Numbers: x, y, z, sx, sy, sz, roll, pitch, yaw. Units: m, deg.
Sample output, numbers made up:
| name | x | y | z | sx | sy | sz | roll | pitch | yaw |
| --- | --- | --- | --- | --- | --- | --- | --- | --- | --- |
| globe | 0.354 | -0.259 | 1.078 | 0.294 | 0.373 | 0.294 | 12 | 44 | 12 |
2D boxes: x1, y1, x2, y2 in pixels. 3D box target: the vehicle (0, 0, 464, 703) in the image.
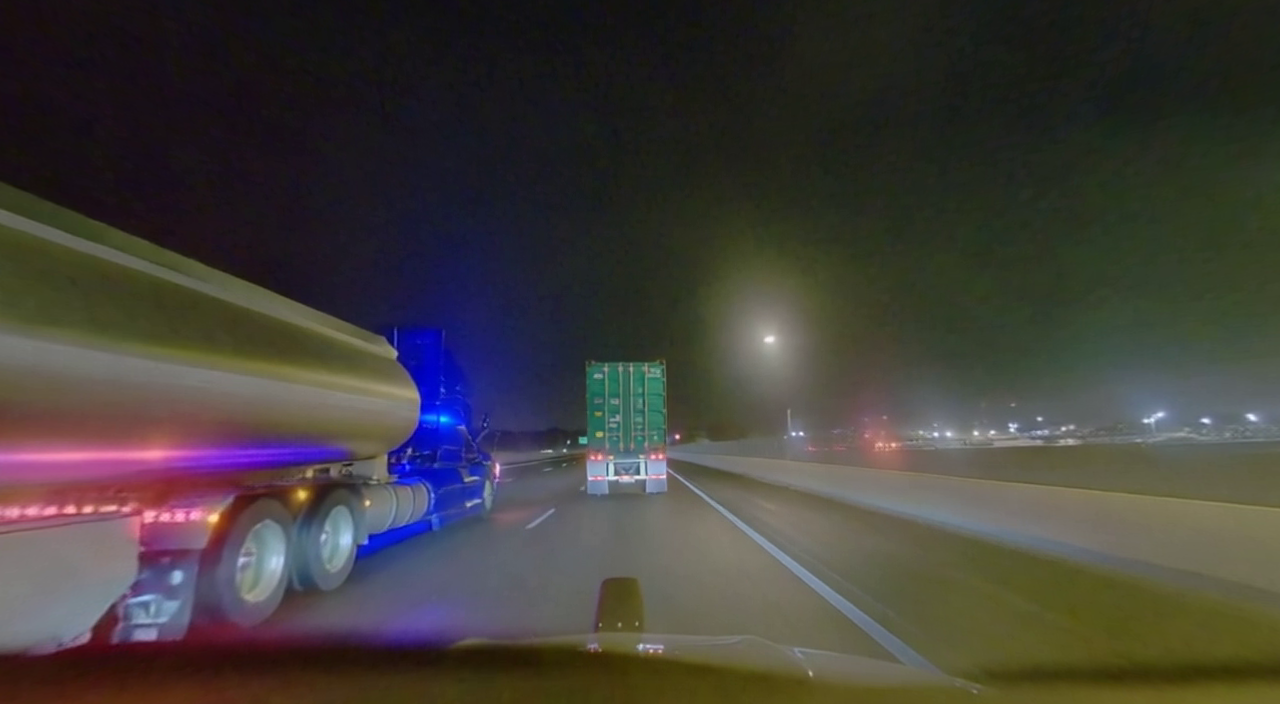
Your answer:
| name | x | y | z | sx | sy | sz | roll | pitch | yaw |
| --- | --- | --- | --- | --- | --- | --- | --- | --- | --- |
| vehicle | -4.310 | -0.457 | 0.877 | 3.267 | 3.655 | 17.154 | 0 | -9 | 0 |

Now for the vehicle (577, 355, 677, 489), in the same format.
| name | x | y | z | sx | sy | sz | roll | pitch | yaw |
| --- | --- | --- | --- | --- | --- | --- | --- | --- | --- |
| vehicle | -0.357 | 2.922 | 24.472 | 2.942 | 4.003 | 11.297 | 0 | -9 | 0 |
